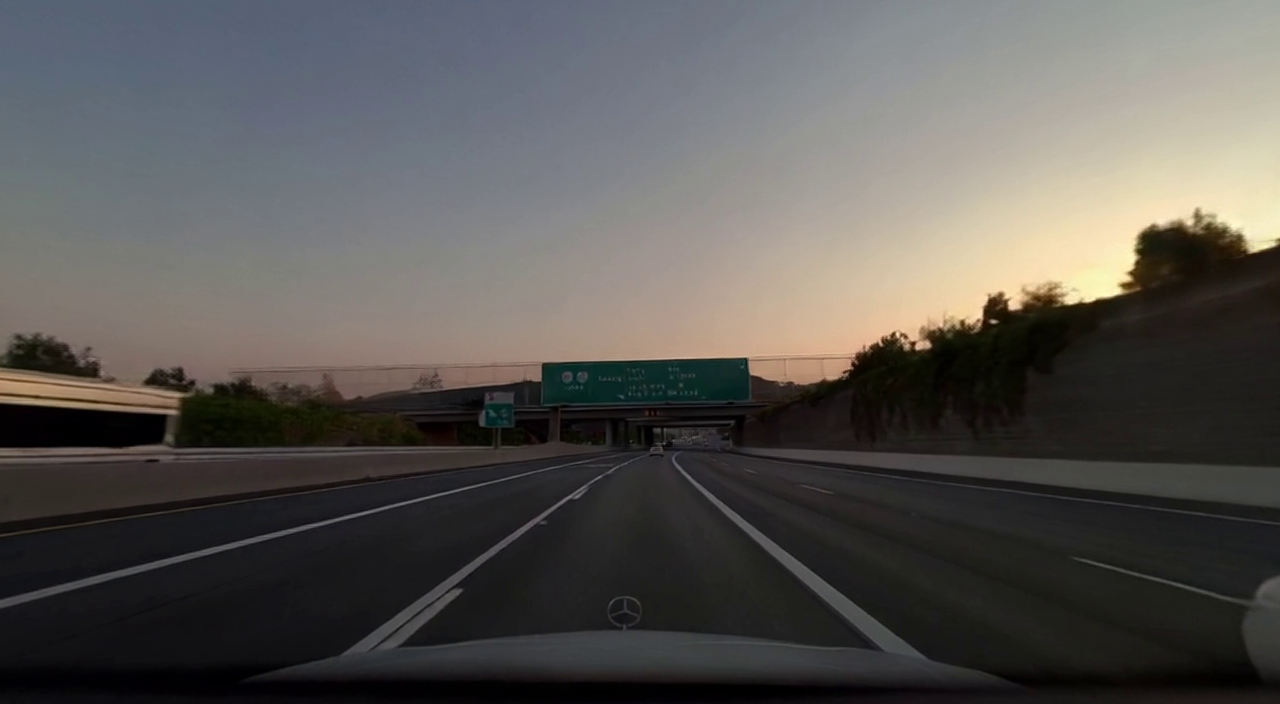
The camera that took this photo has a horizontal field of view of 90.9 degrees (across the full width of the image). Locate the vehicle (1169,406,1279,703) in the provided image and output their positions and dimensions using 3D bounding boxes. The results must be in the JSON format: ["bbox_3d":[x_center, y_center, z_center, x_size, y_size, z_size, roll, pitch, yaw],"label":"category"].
[{"bbox_3d":[3.681,0.705,0.794,1.999,1.492,4.673,0,-8,1],"label":"vehicle"}]

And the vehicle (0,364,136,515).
[{"bbox_3d":[-14.133,1.624,11.493,2.843,2.970,8.404,-2,-9,1],"label":"vehicle"}]
